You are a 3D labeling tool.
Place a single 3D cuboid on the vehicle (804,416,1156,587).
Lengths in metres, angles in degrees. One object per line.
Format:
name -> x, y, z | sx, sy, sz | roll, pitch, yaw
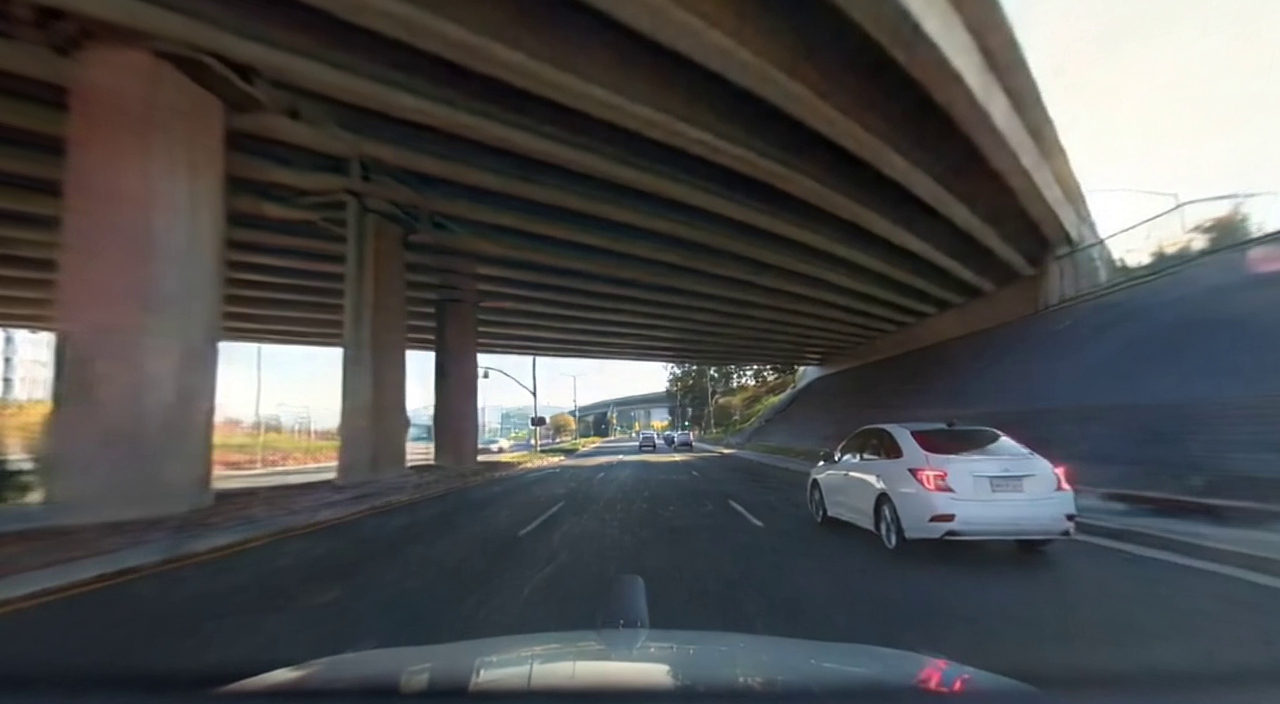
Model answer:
vehicle -> 3.695, 1.711, 8.041 | 2.063, 1.542, 4.420 | -1, -9, 1
